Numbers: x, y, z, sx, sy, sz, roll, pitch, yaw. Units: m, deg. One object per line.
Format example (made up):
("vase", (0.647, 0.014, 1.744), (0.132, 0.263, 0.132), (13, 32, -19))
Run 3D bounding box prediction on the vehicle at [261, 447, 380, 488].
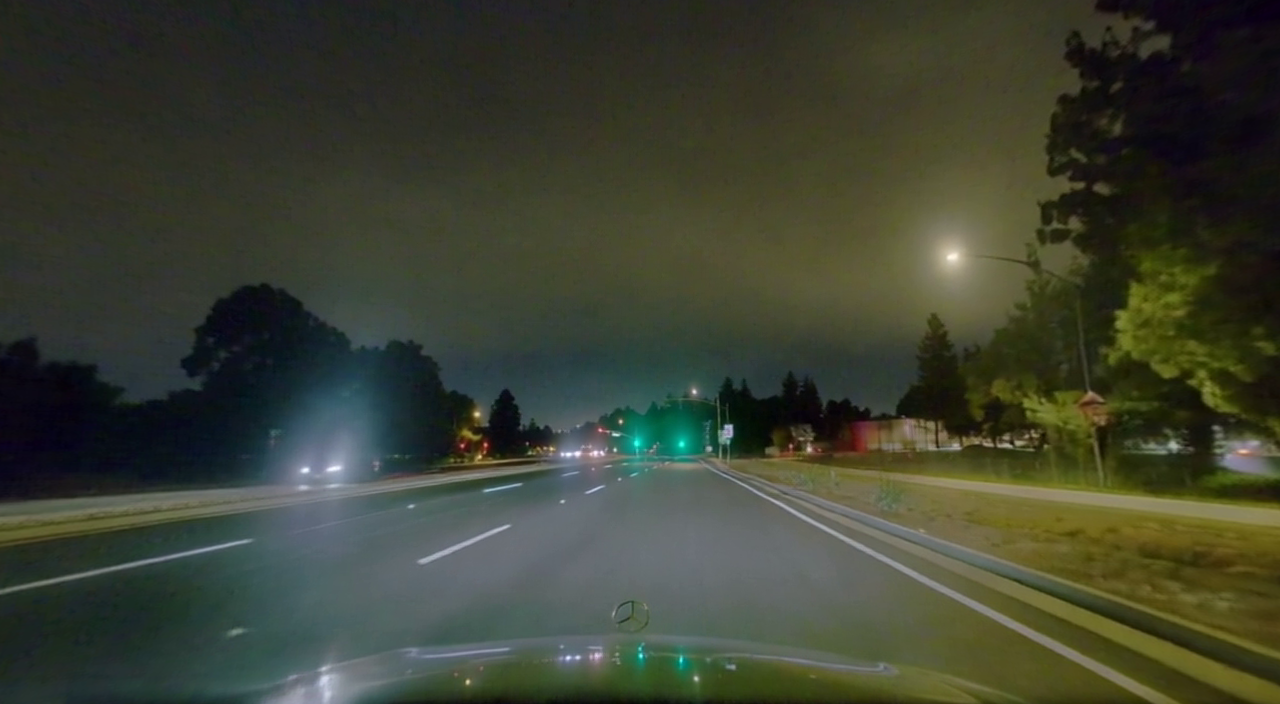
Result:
("vehicle", (-12.719, 4.608, 25.513), (2.240, 1.452, 4.518), (-1, -8, 4))
